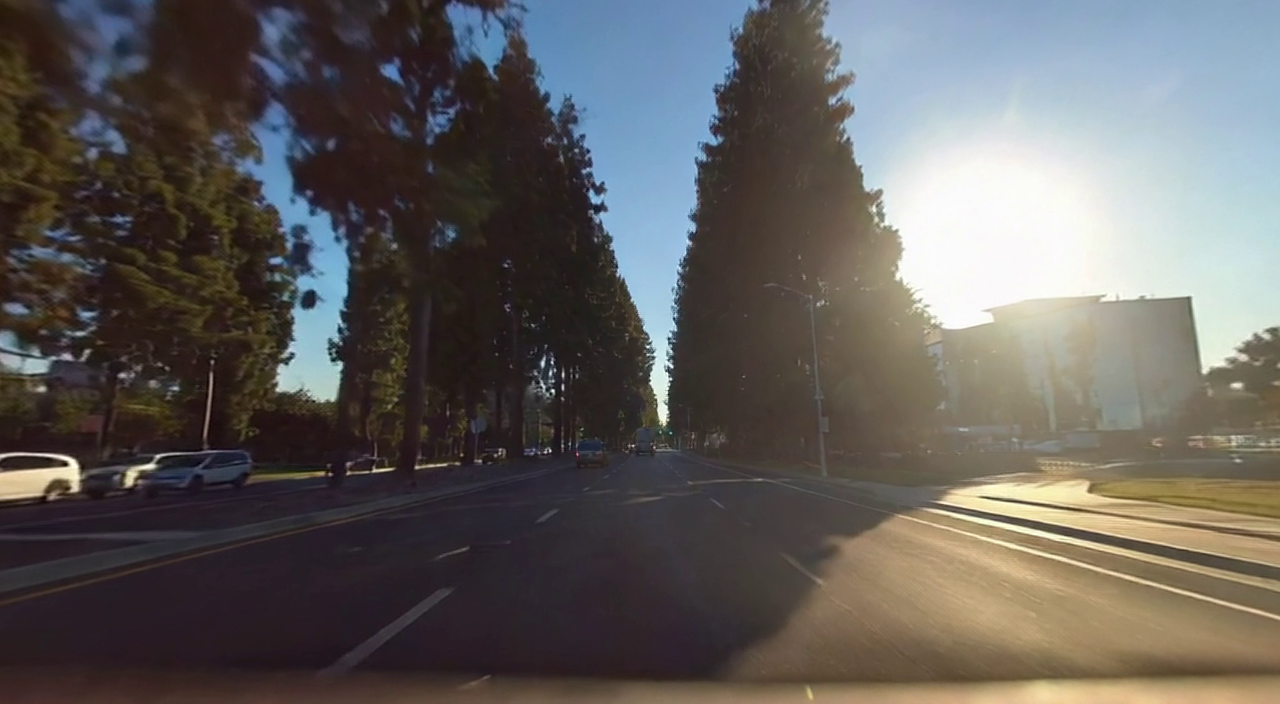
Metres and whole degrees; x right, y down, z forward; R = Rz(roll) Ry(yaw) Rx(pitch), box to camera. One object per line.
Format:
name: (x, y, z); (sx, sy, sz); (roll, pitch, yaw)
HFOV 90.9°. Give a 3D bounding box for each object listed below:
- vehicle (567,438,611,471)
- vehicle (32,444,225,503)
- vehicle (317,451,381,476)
vehicle: (-3.157, 6.466, 40.029); (2.255, 1.940, 4.822); (0, -8, 1)
vehicle: (-16.785, 3.962, 21.136); (2.225, 1.719, 4.915); (-1, -8, 2)
vehicle: (-19.226, 7.347, 41.873); (1.874, 1.470, 4.679); (-1, -8, 2)
